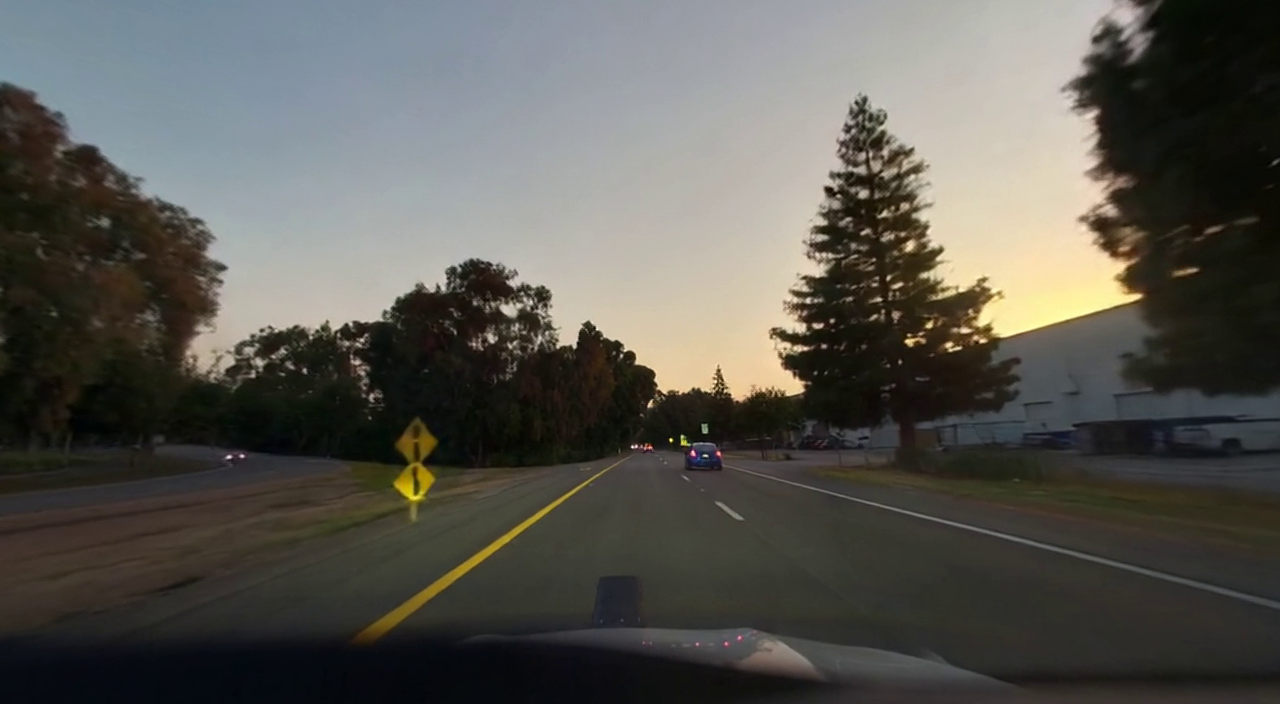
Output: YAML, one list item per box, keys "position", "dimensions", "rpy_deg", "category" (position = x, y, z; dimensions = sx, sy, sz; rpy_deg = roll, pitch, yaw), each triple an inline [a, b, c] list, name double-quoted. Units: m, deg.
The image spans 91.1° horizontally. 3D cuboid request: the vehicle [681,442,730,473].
- position: [3.387, 5.533, 33.250]
  dimensions: [2.079, 1.531, 3.997]
  rpy_deg: [0, -9, -2]
  category: "vehicle"
